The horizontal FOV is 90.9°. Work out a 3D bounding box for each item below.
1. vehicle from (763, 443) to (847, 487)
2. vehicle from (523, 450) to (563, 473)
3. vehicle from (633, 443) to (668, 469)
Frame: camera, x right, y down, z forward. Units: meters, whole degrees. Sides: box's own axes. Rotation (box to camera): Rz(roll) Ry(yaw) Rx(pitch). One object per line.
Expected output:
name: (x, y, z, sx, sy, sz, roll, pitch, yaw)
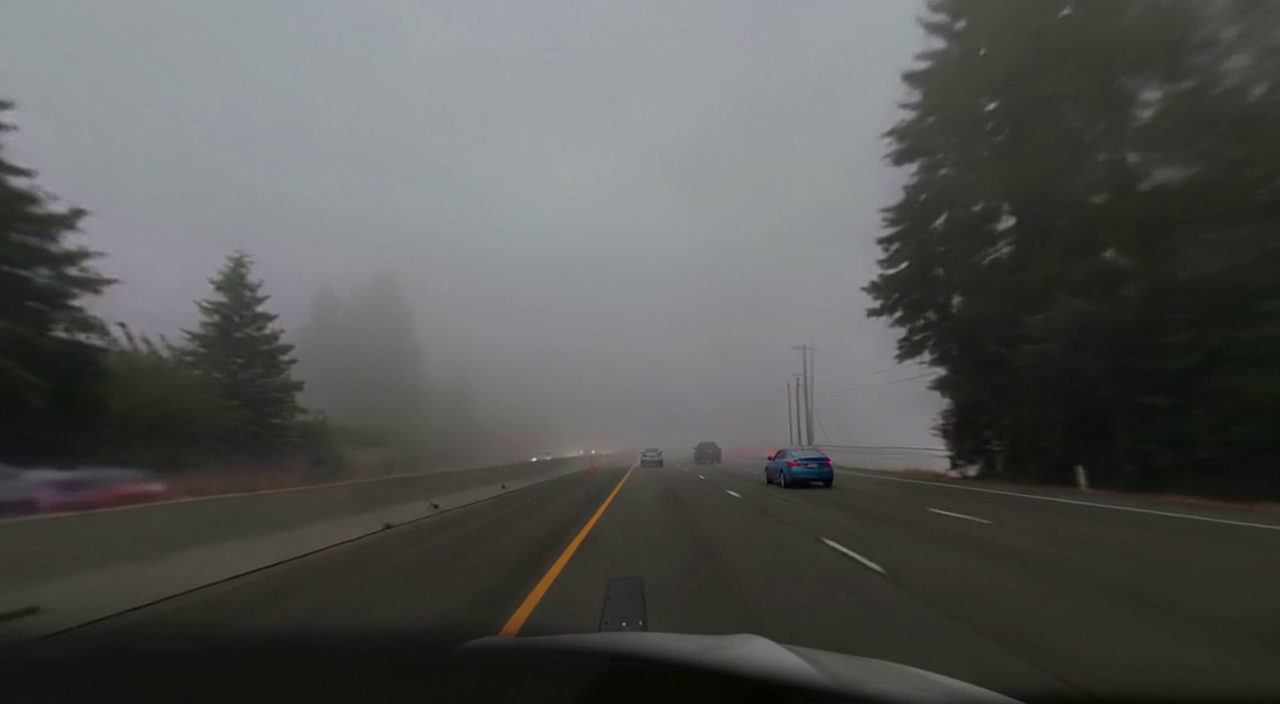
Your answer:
vehicle: (5.716, 3.943, 22.345, 1.881, 1.409, 4.016, 0, -8, 0)
vehicle: (-6.931, 7.841, 45.419, 1.971, 1.515, 4.381, -1, -8, 3)
vehicle: (0.696, 6.723, 40.962, 2.096, 1.583, 4.150, 0, -8, 1)
